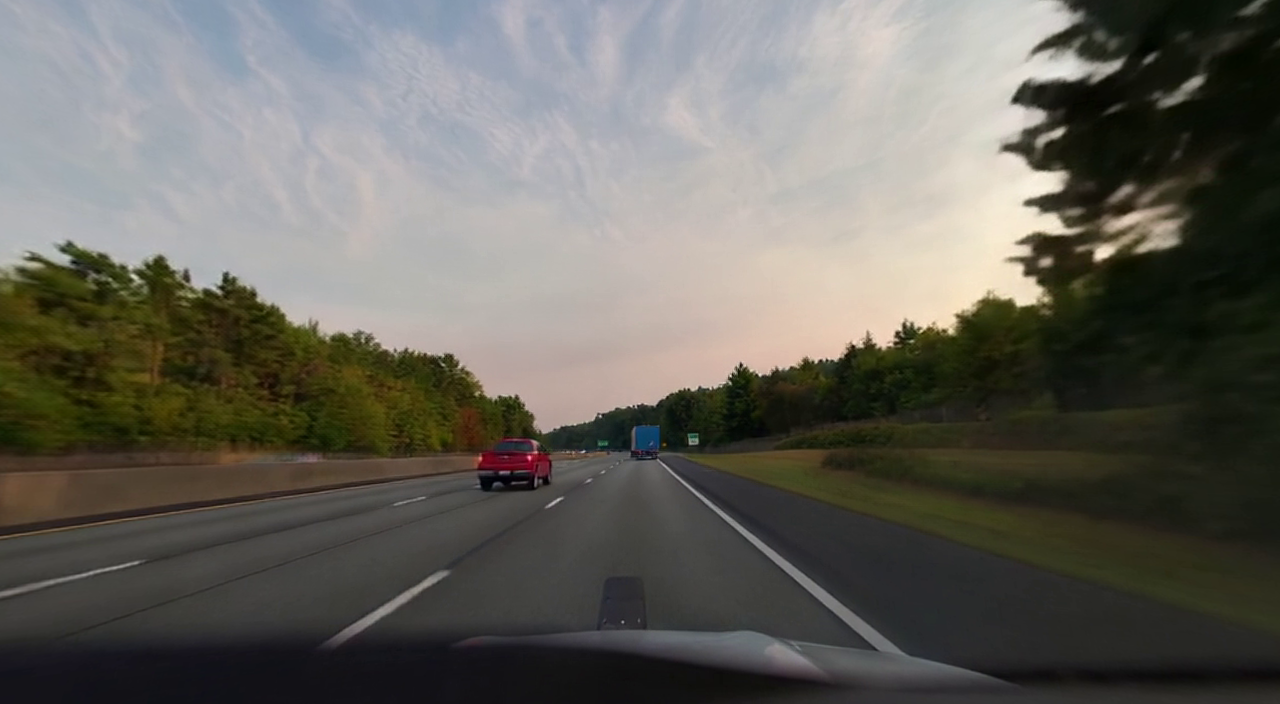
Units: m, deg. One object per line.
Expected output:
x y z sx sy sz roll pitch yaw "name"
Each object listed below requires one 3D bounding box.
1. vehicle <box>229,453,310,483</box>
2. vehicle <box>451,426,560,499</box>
-20.164 6.319 34.556 1.810 1.467 4.286 -1 -9 0 "vehicle"
-3.897 3.336 19.367 2.124 1.888 5.226 0 -9 1 "vehicle"
